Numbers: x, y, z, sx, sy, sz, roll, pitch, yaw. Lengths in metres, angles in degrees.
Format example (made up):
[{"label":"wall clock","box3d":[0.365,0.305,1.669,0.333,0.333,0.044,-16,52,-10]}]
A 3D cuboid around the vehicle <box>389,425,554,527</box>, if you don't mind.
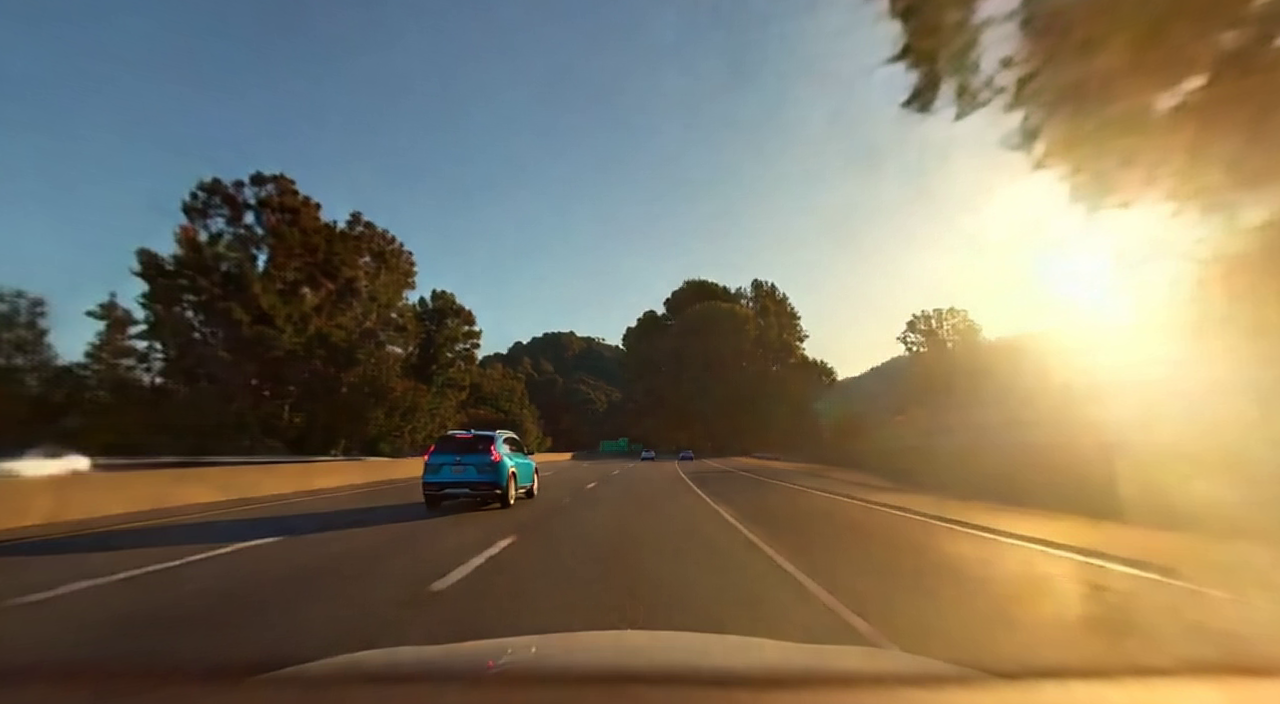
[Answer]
[{"label":"vehicle","box3d":[-3.359,2.587,13.779,2.183,1.803,4.685,-1,-8,2]}]
